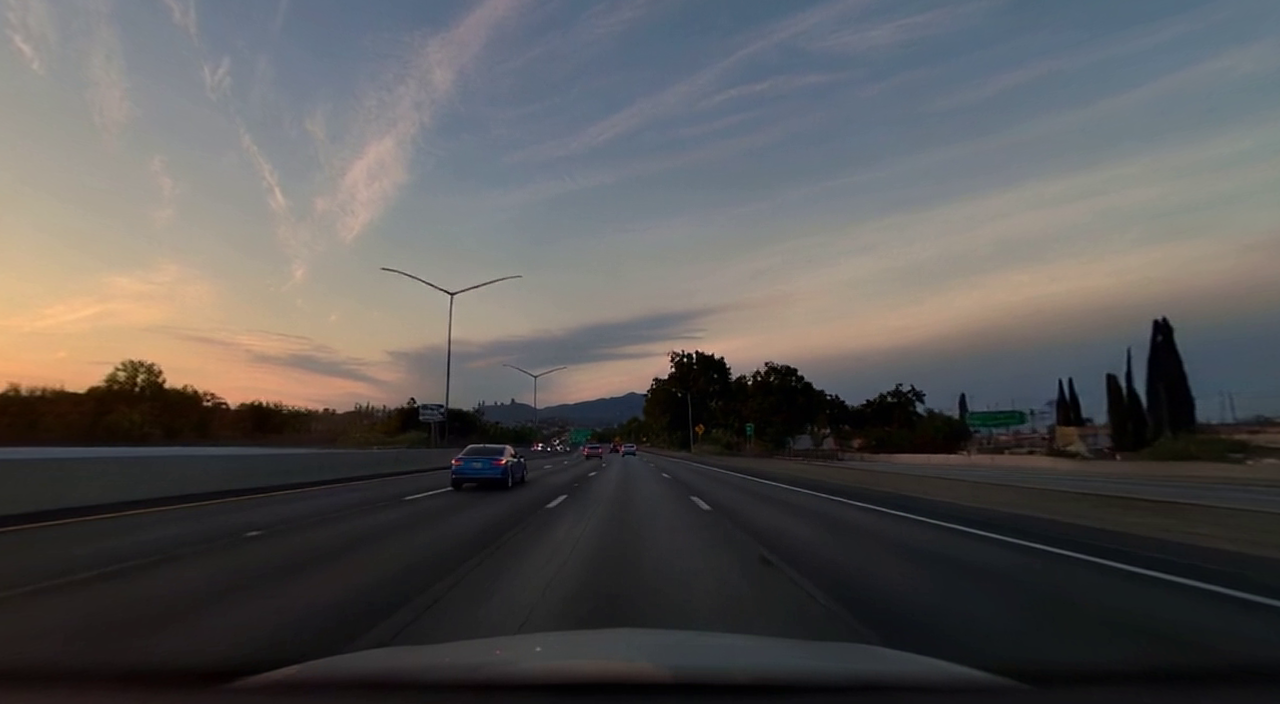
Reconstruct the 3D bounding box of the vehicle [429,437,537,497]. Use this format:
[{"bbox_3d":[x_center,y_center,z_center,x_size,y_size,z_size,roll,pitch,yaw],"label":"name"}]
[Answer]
[{"bbox_3d":[-4.421,3.305,18.444,2.120,1.537,4.139,0,-8,-1],"label":"vehicle"}]
